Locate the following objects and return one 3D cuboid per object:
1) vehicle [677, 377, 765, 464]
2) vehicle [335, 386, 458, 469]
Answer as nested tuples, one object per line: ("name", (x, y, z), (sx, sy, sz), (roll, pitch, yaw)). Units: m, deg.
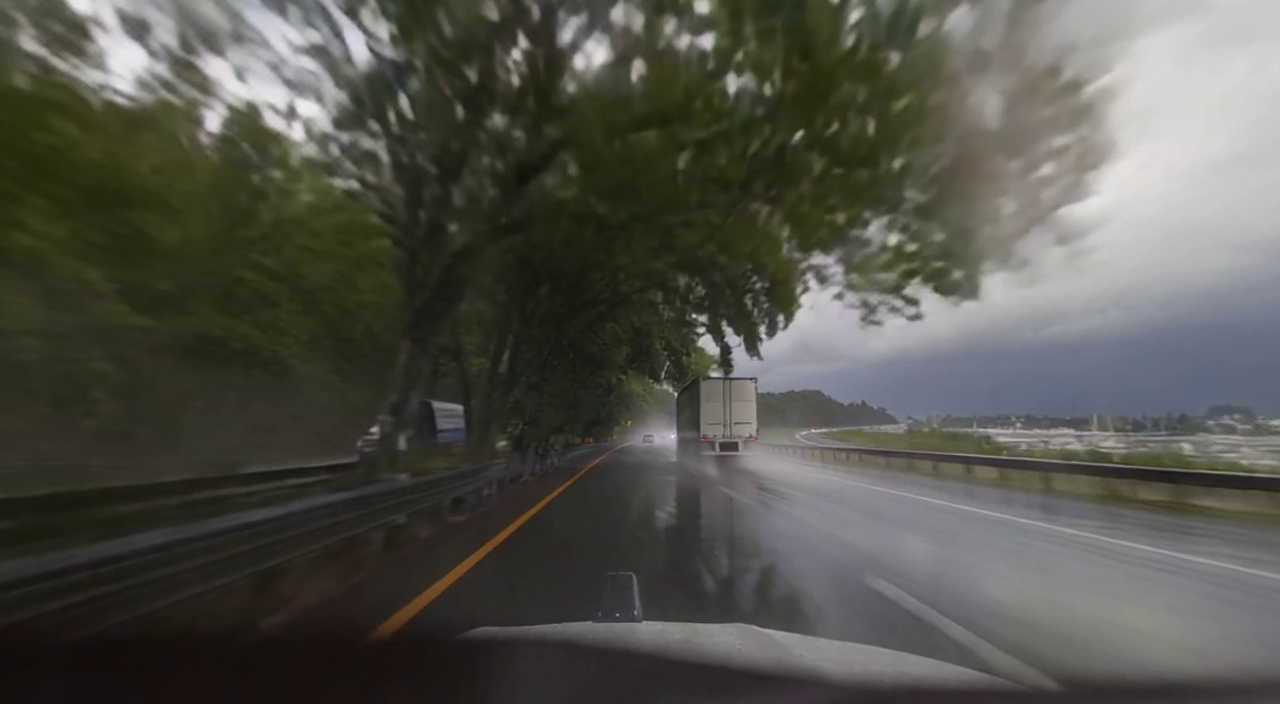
("vehicle", (4.154, 4.082, 36.176), (2.951, 4.007, 13.976), (0, -7, -1))
("vehicle", (-13.357, 4.364, 35.934), (2.993, 4.037, 10.349), (0, -7, -1))
